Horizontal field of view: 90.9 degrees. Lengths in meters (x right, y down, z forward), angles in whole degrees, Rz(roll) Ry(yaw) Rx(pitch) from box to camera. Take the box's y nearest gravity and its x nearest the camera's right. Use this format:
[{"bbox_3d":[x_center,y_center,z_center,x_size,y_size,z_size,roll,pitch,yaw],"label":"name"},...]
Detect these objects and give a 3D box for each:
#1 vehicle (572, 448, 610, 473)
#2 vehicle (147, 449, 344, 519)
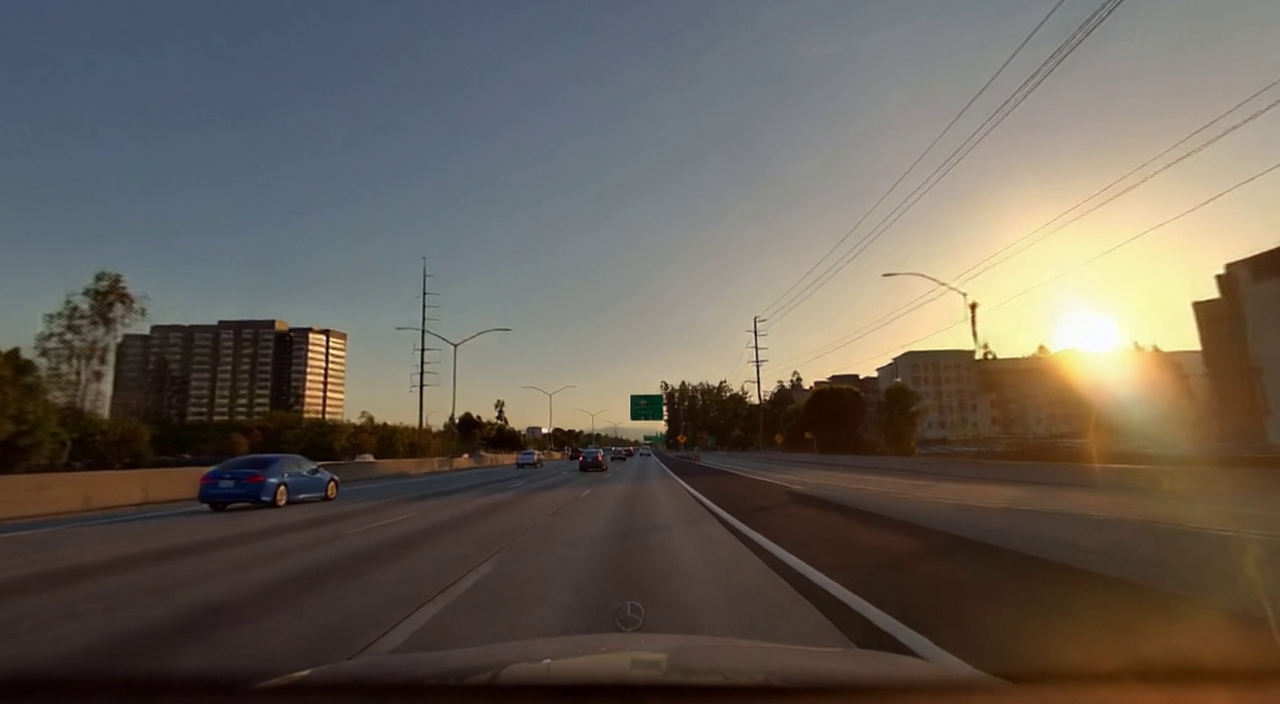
[{"bbox_3d":[-3.158,7.062,41.258,2.050,1.479,4.342,0,-9,1],"label":"vehicle"},{"bbox_3d":[-10.008,3.338,16.615,2.002,1.526,4.822,-1,-9,1],"label":"vehicle"}]
